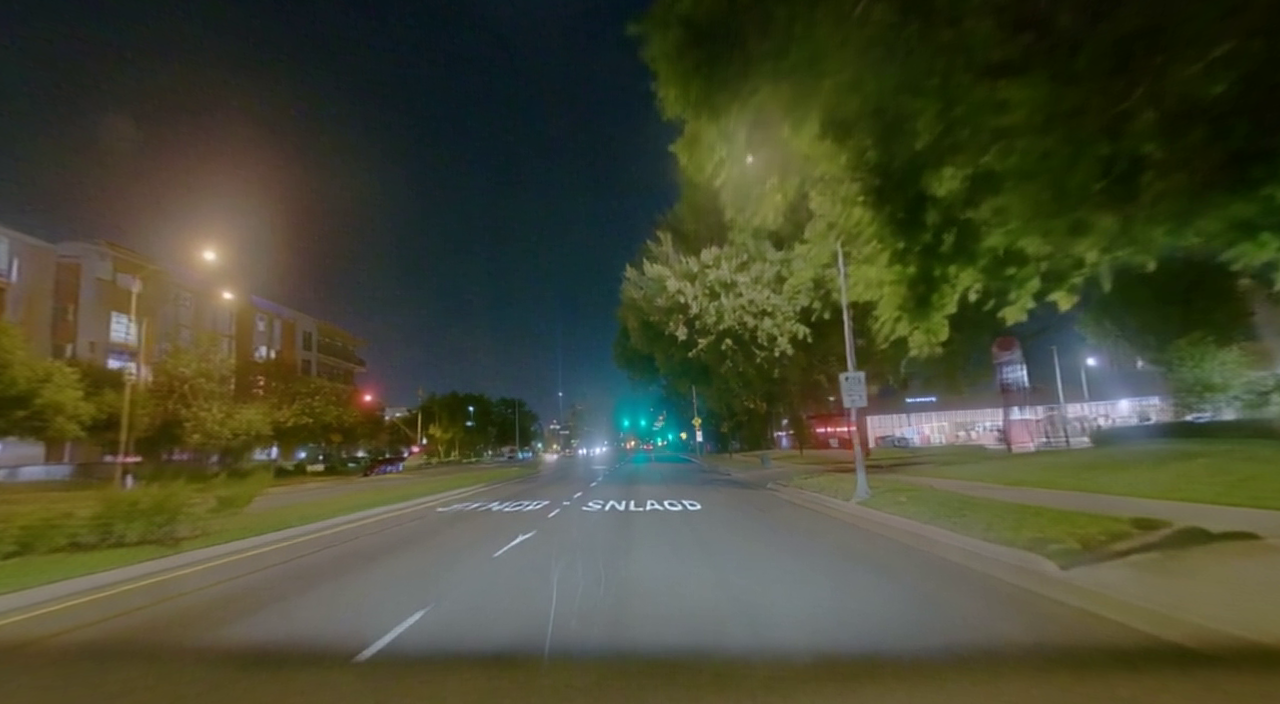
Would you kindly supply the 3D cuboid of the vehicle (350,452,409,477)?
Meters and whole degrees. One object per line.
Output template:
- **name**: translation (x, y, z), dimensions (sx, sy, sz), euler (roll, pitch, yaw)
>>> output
- **vehicle**: translation (-17.303, 7.452, 41.918), dimensions (1.861, 1.541, 4.530), euler (0, -9, 2)
